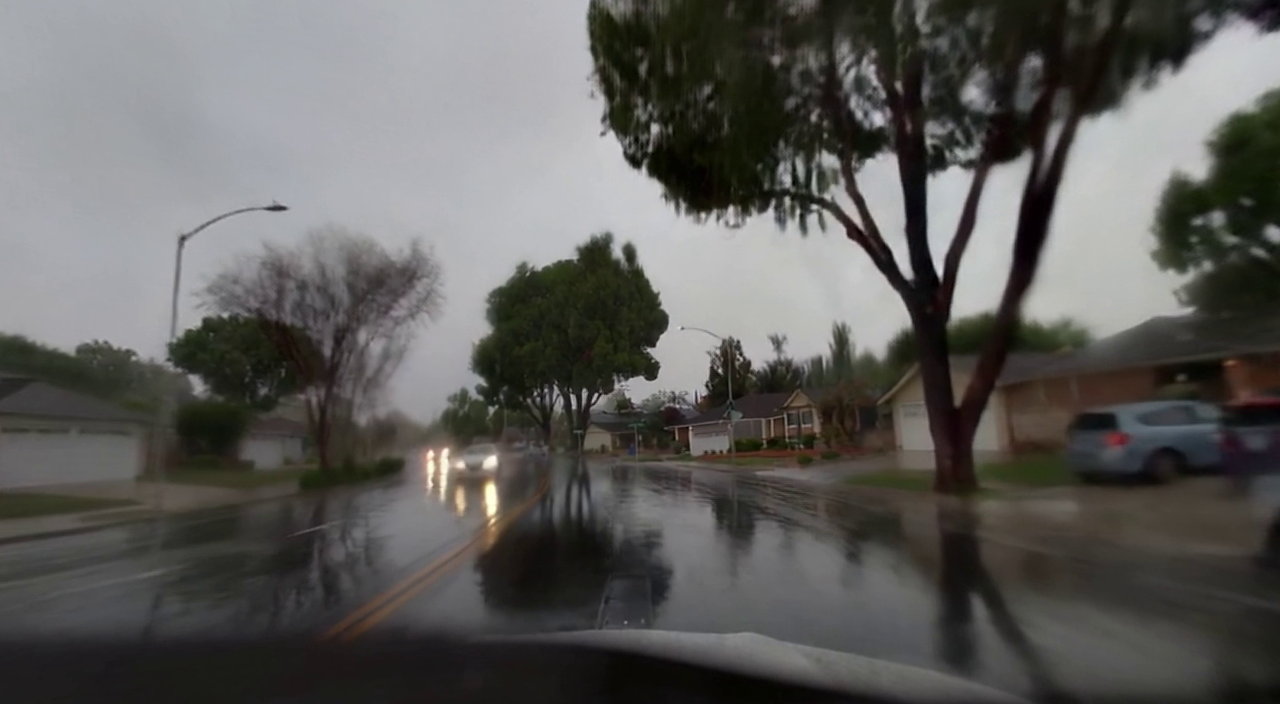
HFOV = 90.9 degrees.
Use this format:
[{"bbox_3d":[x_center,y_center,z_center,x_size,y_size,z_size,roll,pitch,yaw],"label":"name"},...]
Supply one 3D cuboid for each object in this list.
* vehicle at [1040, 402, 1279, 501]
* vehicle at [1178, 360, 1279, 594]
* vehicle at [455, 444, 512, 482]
[{"bbox_3d":[11.609,2.129,13.681,5.189,1.825,2.149,3,-9,-21],"label":"vehicle"},{"bbox_3d":[6.570,0.738,3.155,2.348,1.986,6.289,0,-8,2],"label":"vehicle"},{"bbox_3d":[-6.686,4.736,27.348,2.043,1.470,4.338,1,-8,-10],"label":"vehicle"}]
